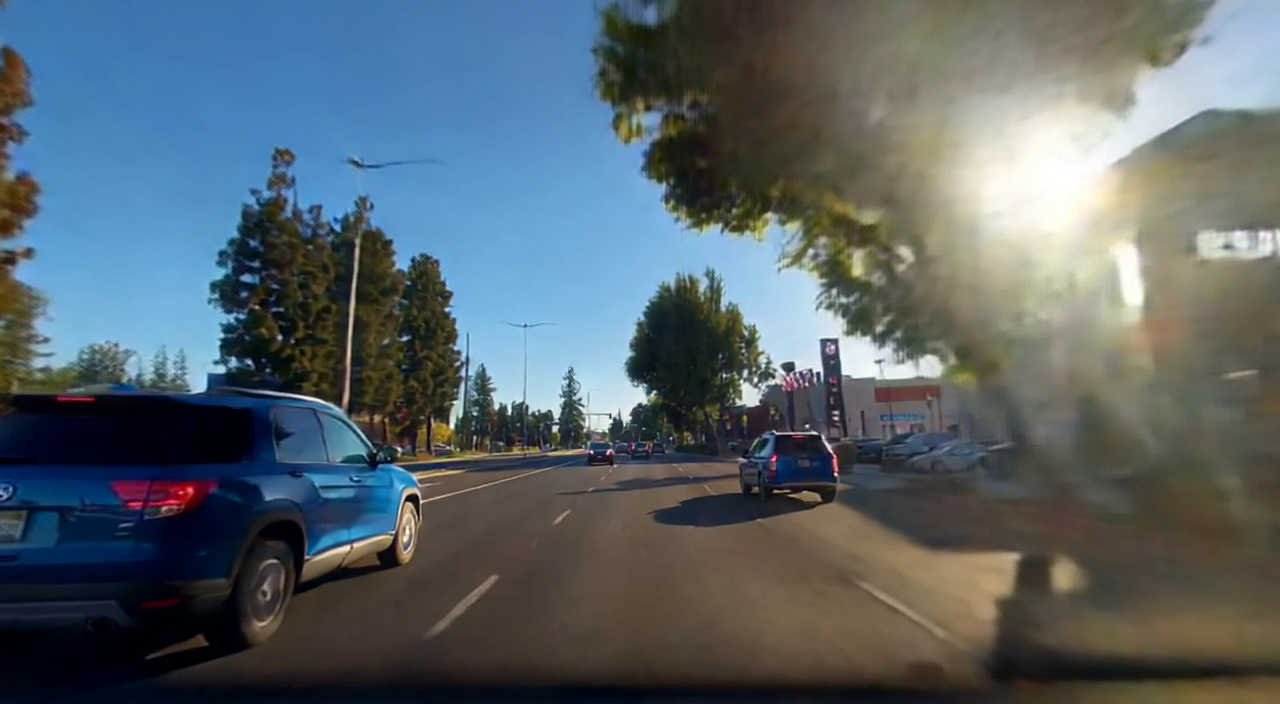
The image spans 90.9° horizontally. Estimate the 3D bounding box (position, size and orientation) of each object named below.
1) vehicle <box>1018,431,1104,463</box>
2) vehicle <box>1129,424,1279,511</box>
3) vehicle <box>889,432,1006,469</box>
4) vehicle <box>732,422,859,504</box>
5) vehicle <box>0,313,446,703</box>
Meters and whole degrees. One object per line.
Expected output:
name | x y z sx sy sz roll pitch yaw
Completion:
vehicle | 24.884 5.632 37.494 1.910 1.785 4.862 0 -8 2
vehicle | 13.253 2.361 13.177 1.880 1.671 5.180 -1 -8 0
vehicle | 14.993 4.836 30.967 4.647 1.725 1.991 0 -8 1
vehicle | 3.737 2.767 16.084 2.024 1.773 4.431 0 -8 -1
vehicle | -3.534 1.114 5.386 2.210 1.925 4.838 0 -8 0
